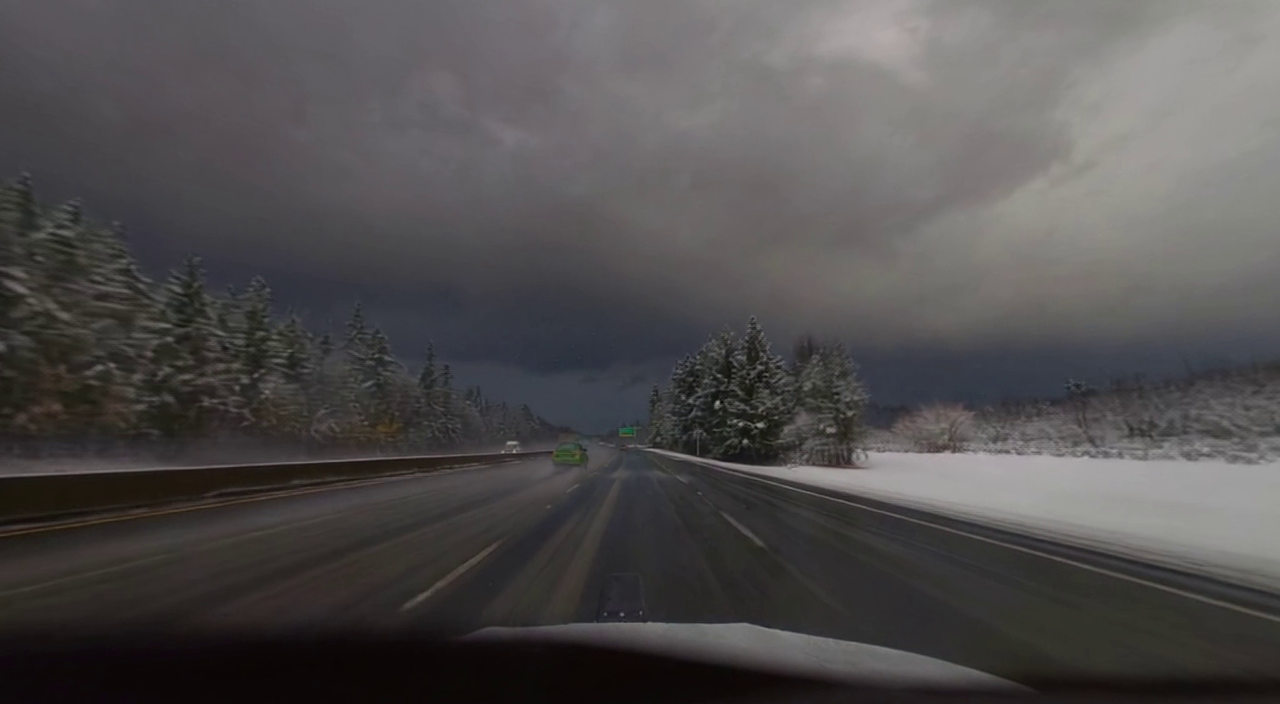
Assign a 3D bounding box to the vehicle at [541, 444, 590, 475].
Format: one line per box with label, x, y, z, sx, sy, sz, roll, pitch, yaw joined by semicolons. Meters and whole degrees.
vehicle;-3.950;5.785;34.052;2.083;1.560;4.713;0;-9;0
